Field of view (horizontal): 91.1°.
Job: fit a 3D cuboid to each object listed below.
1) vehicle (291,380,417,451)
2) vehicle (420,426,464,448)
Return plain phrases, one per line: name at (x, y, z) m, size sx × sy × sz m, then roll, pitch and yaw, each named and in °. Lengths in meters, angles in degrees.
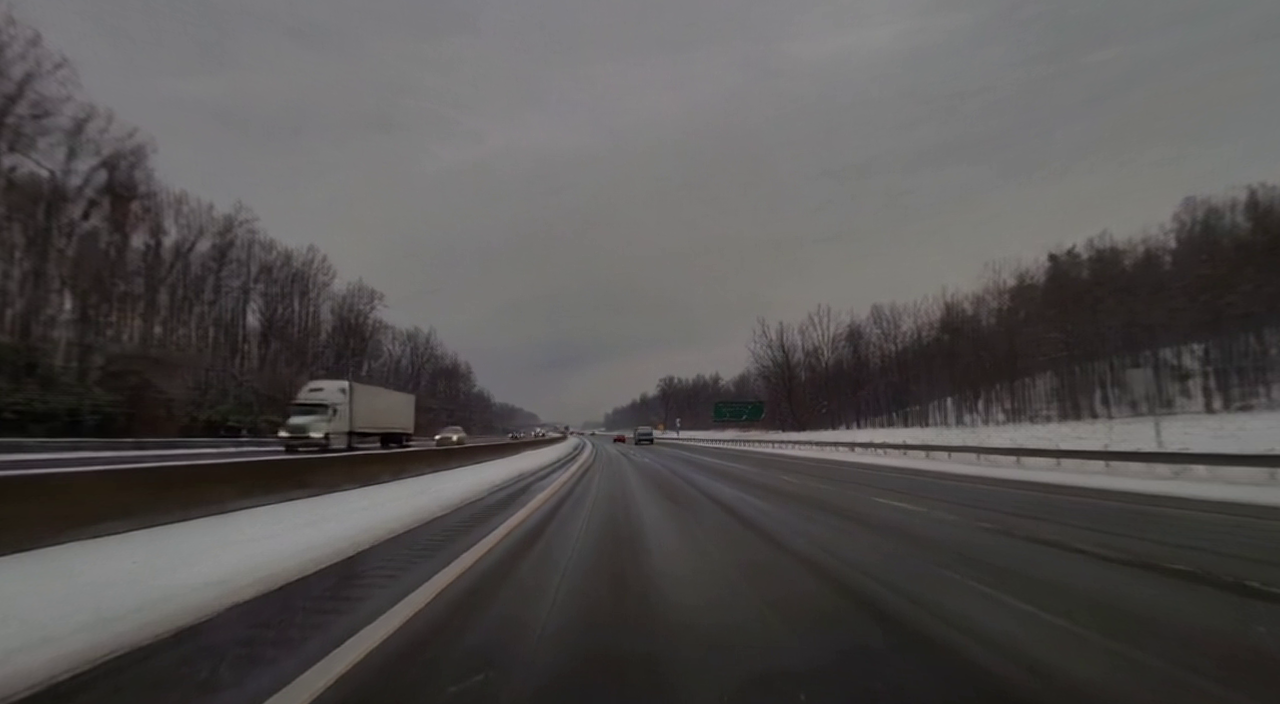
vehicle at (-19.140, 4.637, 43.665) m, size 2.967 × 4.106 × 14.224 m, roll 0°, pitch -8°, yaw -4°
vehicle at (-14.833, 6.386, 47.386) m, size 1.926 × 1.561 × 4.710 m, roll 0°, pitch -8°, yaw -2°
